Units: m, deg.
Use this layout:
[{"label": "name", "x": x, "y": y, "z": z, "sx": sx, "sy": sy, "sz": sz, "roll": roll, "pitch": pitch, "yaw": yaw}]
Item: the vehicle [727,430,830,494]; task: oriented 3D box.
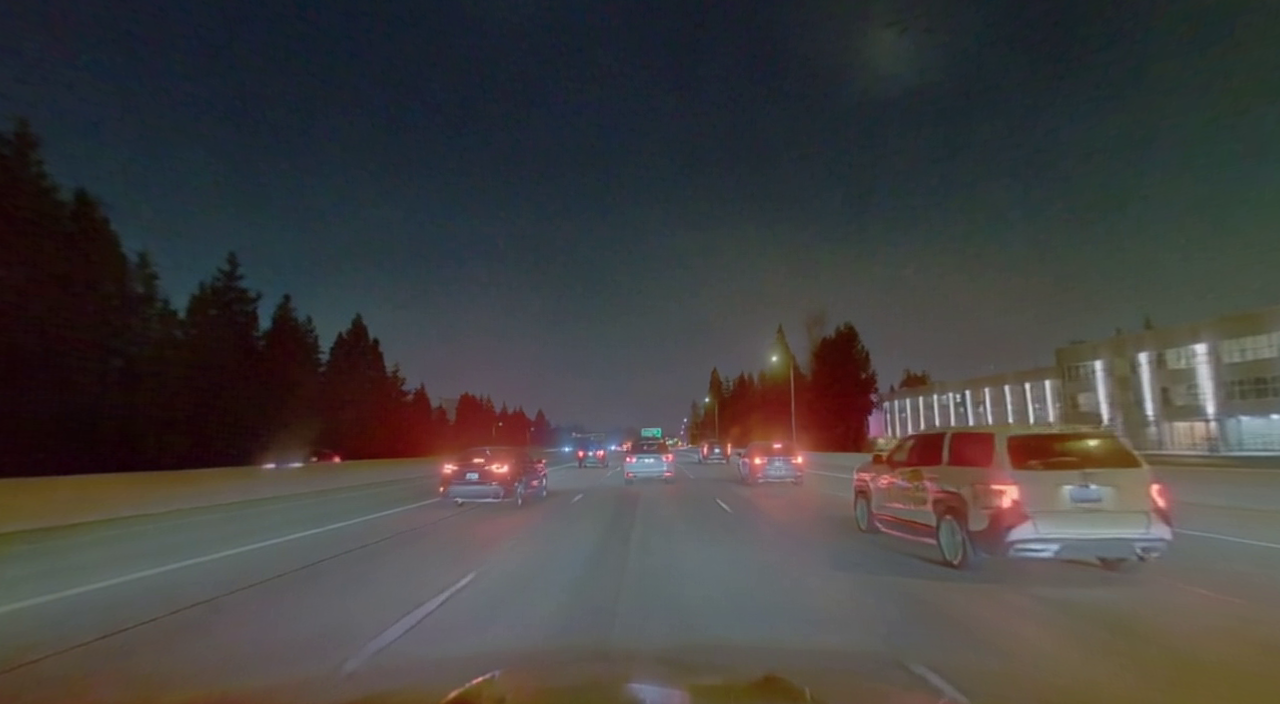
[{"label": "vehicle", "x": 3.958, "y": 3.233, "z": 18.852, "sx": 2.094, "sy": 1.676, "sz": 4.309, "roll": 0, "pitch": -9, "yaw": 0}]

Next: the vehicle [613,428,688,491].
[{"label": "vehicle", "x": 0.326, "y": 3.465, "z": 20.603, "sx": 2.153, "sy": 1.805, "sz": 4.631, "roll": -1, "pitch": -9, "yaw": 1}]

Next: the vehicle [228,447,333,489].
[{"label": "vehicle", "x": -17.115, "y": 5.511, "z": 30.358, "sx": 2.104, "sy": 1.780, "sz": 4.783, "roll": -1, "pitch": -9, "yaw": 2}]

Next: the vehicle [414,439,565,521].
[{"label": "vehicle", "x": -3.010, "y": 2.689, "z": 13.866, "sx": 1.965, "sy": 1.443, "sz": 4.968, "roll": -1, "pitch": -9, "yaw": 2}]

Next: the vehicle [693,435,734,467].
[{"label": "vehicle", "x": 4.508, "y": 6.152, "z": 39.326, "sx": 2.039, "sy": 1.832, "sz": 3.989, "roll": 0, "pitch": -9, "yaw": 0}]

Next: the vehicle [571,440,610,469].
[{"label": "vehicle", "x": -3.022, "y": 6.380, "z": 39.388, "sx": 1.951, "sy": 1.694, "sz": 4.188, "roll": -1, "pitch": -9, "yaw": 2}]

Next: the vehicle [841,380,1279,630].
[{"label": "vehicle", "x": 3.927, "y": 1.389, "z": 6.655, "sx": 2.156, "sy": 1.701, "sz": 4.494, "roll": -1, "pitch": -9, "yaw": 1}]
